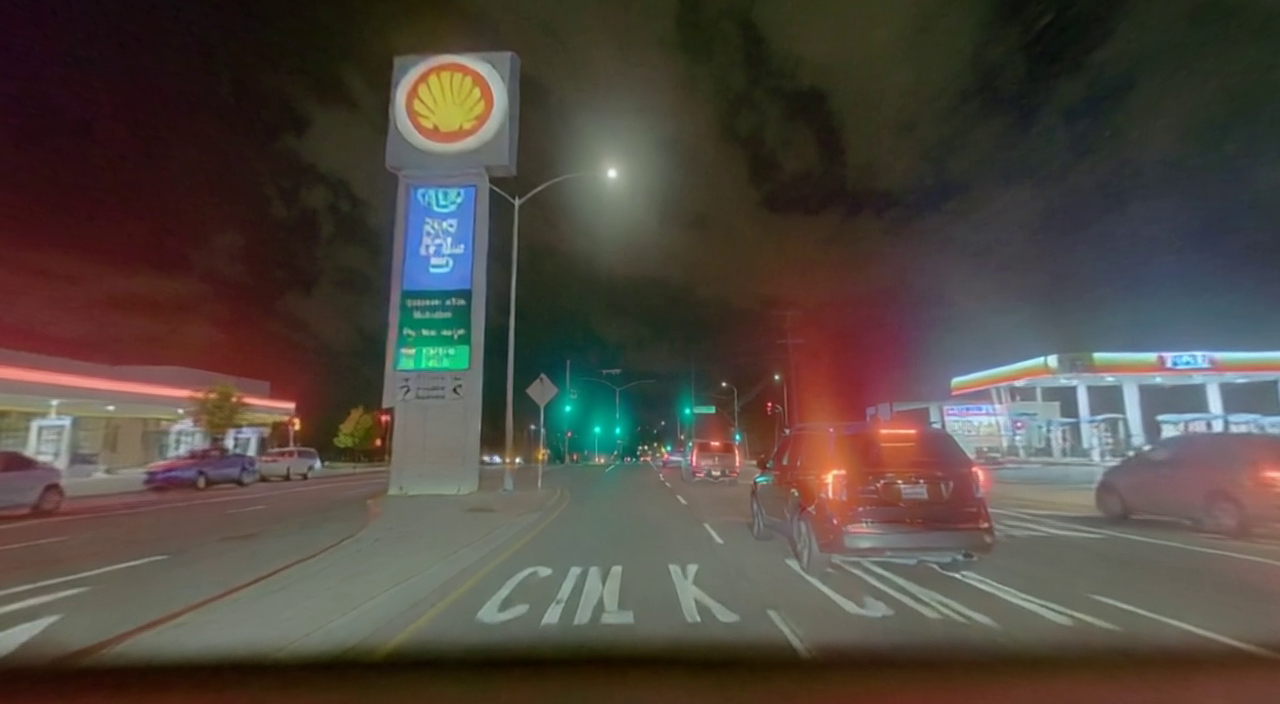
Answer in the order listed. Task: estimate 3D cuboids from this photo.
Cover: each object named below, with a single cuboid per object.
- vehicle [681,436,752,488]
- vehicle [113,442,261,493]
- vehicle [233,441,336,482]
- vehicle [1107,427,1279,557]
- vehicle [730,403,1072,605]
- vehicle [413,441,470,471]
[{"bbox_3d":[2.665,3.948,22.948,1.999,1.679,4.217,0,-8,-1],"label":"vehicle"},{"bbox_3d":[-17.964,4.559,25.374,2.129,1.843,5.067,0,-8,1],"label":"vehicle"},{"bbox_3d":[-17.825,5.487,31.927,2.263,1.887,5.170,0,-8,-1],"label":"vehicle"},{"bbox_3d":[9.831,2.034,9.324,2.065,1.767,4.844,0,-8,0],"label":"vehicle"},{"bbox_3d":[2.587,1.661,7.888,2.183,1.720,4.842,0,-8,0],"label":"vehicle"},{"bbox_3d":[-13.437,7.034,42.908,2.097,1.912,4.828,0,-8,2],"label":"vehicle"}]
